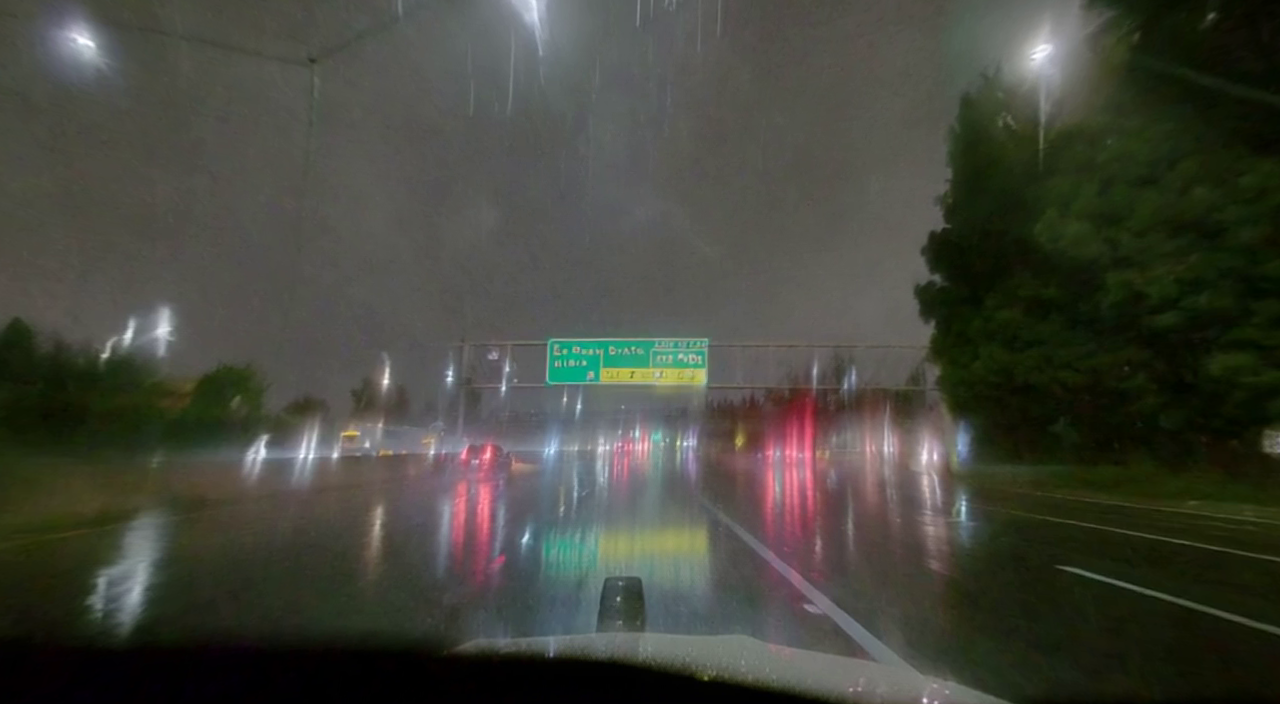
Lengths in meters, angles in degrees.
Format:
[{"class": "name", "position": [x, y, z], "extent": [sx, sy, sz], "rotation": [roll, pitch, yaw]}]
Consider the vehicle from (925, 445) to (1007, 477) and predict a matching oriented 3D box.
[{"class": "vehicle", "position": [17.692, 5.918, 34.468], "extent": [2.012, 1.601, 4.565], "rotation": [0, -9, 0]}]

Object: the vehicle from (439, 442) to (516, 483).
[{"class": "vehicle", "position": [-6.505, 4.455, 25.688], "extent": [1.985, 1.513, 4.172], "rotation": [0, -9, 1]}]
